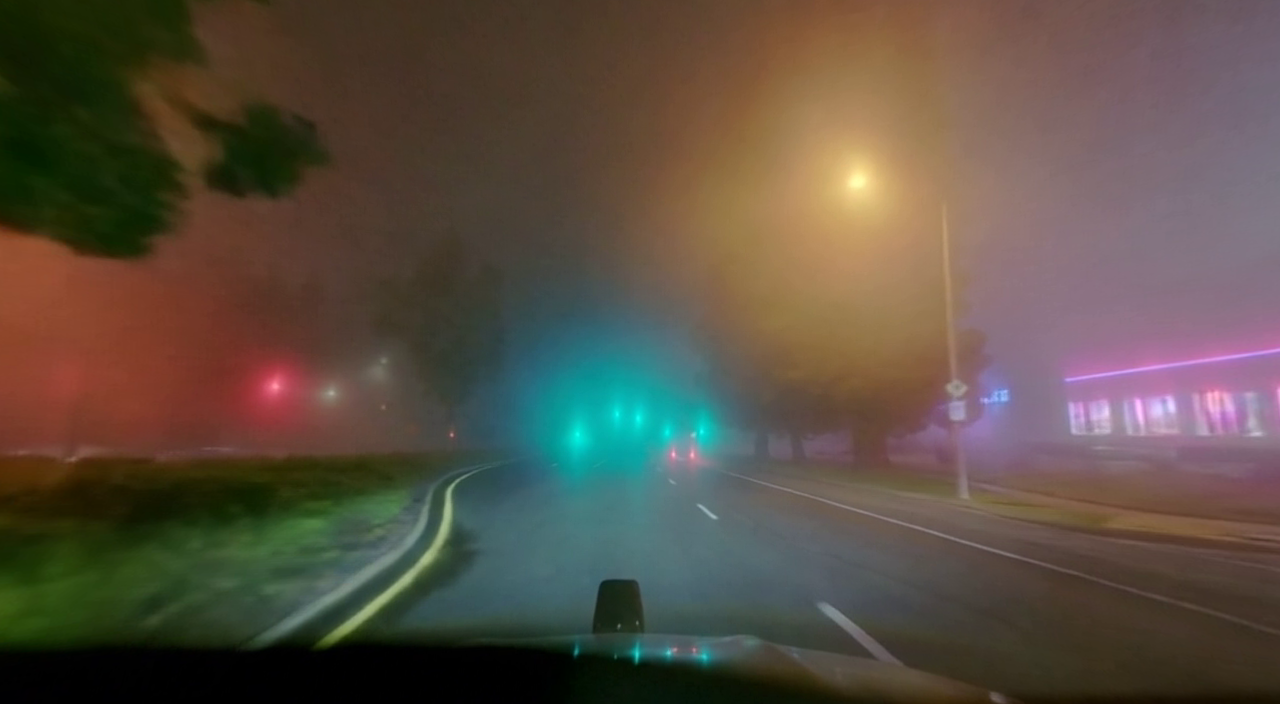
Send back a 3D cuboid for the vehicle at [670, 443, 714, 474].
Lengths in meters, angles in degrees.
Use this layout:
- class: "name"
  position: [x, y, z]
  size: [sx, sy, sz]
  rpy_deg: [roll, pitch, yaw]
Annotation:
- class: "vehicle"
  position: [2.797, 5.866, 34.908]
  size: [1.961, 1.580, 4.020]
  rpy_deg: [1, -8, -2]
